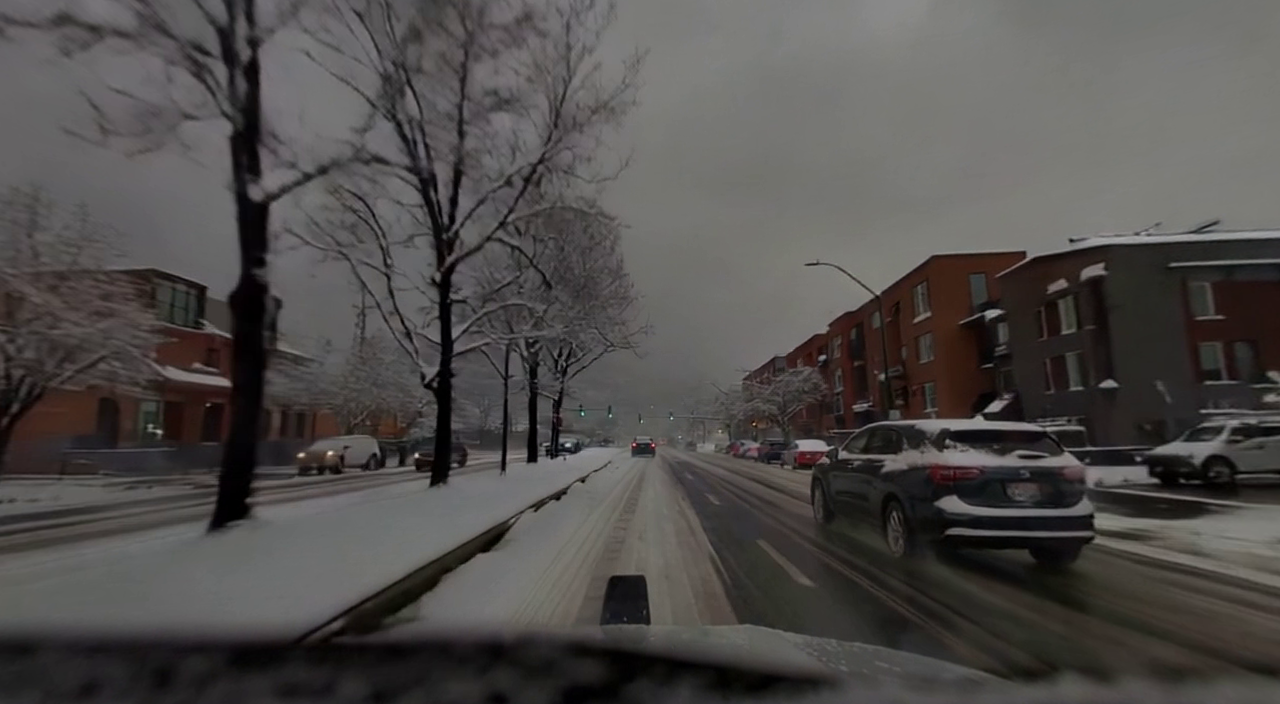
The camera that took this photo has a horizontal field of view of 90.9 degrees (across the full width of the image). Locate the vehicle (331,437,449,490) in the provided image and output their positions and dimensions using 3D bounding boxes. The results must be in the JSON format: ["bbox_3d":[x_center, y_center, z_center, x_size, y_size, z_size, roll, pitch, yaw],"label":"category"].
[{"bbox_3d":[-7.942,3.574,20.555,1.960,1.530,4.313,0,-8,2],"label":"vehicle"}]

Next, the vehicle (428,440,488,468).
[{"bbox_3d":[-11.673,6.571,40.936,2.191,1.684,5.428,0,-8,1],"label":"vehicle"}]

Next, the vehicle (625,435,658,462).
[{"bbox_3d":[0.165,6.913,45.103,2.244,1.813,4.129,0,-8,2],"label":"vehicle"}]

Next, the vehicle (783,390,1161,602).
[{"bbox_3d":[3.272,1.520,7.568,2.071,1.747,4.549,0,-8,1],"label":"vehicle"}]

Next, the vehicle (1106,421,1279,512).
[{"bbox_3d":[11.931,2.234,12.639,1.828,1.560,4.413,0,-8,1],"label":"vehicle"}]
